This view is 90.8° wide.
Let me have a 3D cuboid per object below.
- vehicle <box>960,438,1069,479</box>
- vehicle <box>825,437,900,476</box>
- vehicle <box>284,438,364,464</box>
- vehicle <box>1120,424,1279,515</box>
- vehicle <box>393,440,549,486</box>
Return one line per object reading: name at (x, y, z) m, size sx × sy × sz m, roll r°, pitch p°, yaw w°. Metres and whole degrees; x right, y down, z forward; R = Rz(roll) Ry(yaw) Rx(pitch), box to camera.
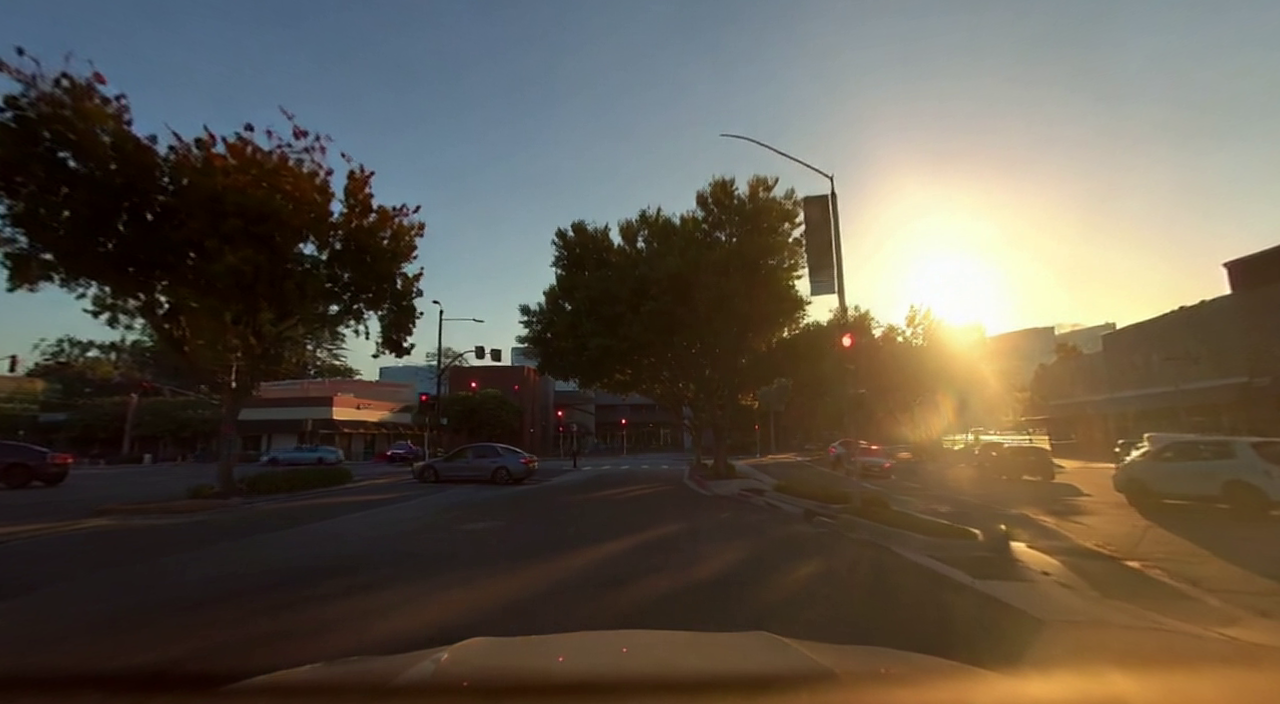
vehicle at (14.918, 4.242, 25.492) m, size 1.951 × 1.491 × 4.359 m, roll -1°, pitch -8°, yaw 4°
vehicle at (9.473, 4.478, 27.295) m, size 2.061 × 1.519 × 4.794 m, roll -1°, pitch -8°, yaw 8°
vehicle at (-22.306, 7.017, 44.815) m, size 4.906 × 1.784 × 1.913 m, roll 3°, pitch -9°, yaw -23°
vehicle at (12.770, 2.458, 13.692) m, size 1.921 × 1.657 × 4.400 m, roll -2°, pitch -9°, yaw 11°
vehicle at (-5.832, 3.844, 22.075) m, size 4.792 × 1.468 × 2.116 m, roll -2°, pitch -9°, yaw 11°
